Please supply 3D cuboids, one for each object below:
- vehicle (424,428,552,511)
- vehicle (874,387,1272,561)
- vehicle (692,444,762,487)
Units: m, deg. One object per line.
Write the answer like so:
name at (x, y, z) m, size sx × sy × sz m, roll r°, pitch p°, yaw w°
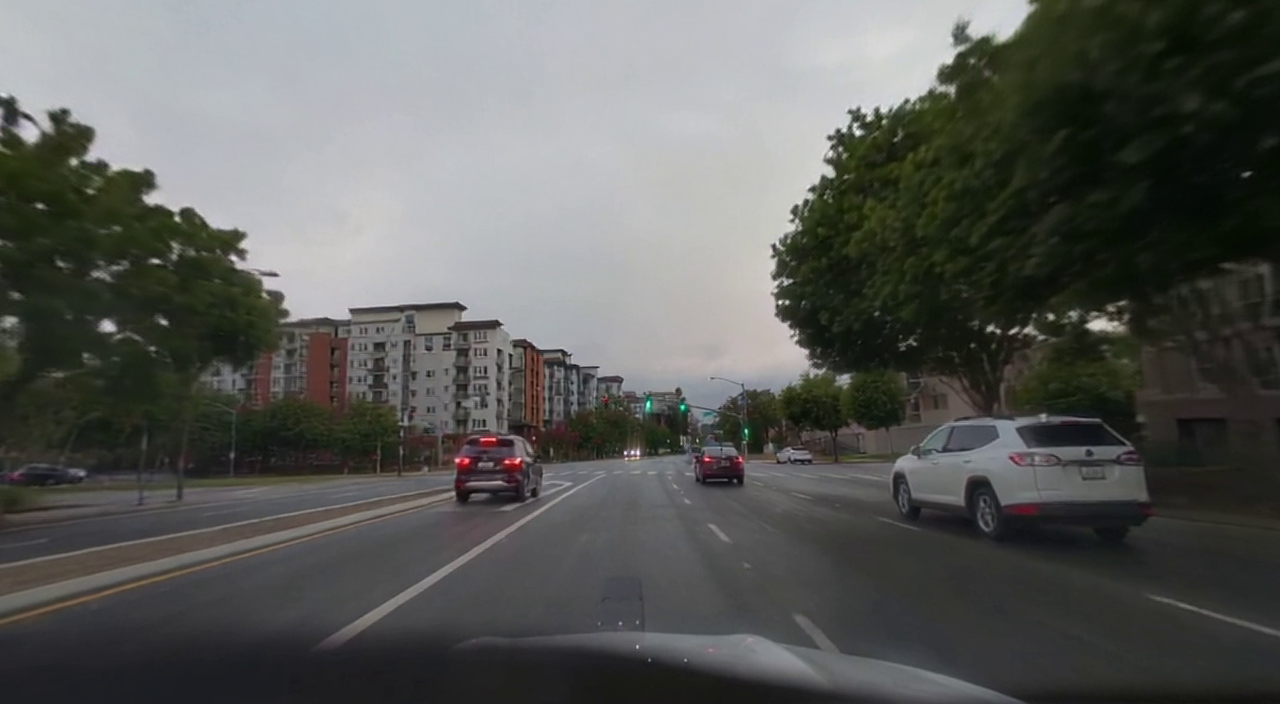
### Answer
vehicle at (-3.488, 2.793, 15.415) m, size 2.065 × 1.716 × 4.265 m, roll 0°, pitch -9°, yaw -1°
vehicle at (6.118, 1.864, 10.307) m, size 2.427 × 2.017 × 5.763 m, roll 0°, pitch -9°, yaw 1°
vehicle at (3.238, 4.353, 24.462) m, size 2.003 × 1.480 × 4.494 m, roll 0°, pitch -9°, yaw -1°
